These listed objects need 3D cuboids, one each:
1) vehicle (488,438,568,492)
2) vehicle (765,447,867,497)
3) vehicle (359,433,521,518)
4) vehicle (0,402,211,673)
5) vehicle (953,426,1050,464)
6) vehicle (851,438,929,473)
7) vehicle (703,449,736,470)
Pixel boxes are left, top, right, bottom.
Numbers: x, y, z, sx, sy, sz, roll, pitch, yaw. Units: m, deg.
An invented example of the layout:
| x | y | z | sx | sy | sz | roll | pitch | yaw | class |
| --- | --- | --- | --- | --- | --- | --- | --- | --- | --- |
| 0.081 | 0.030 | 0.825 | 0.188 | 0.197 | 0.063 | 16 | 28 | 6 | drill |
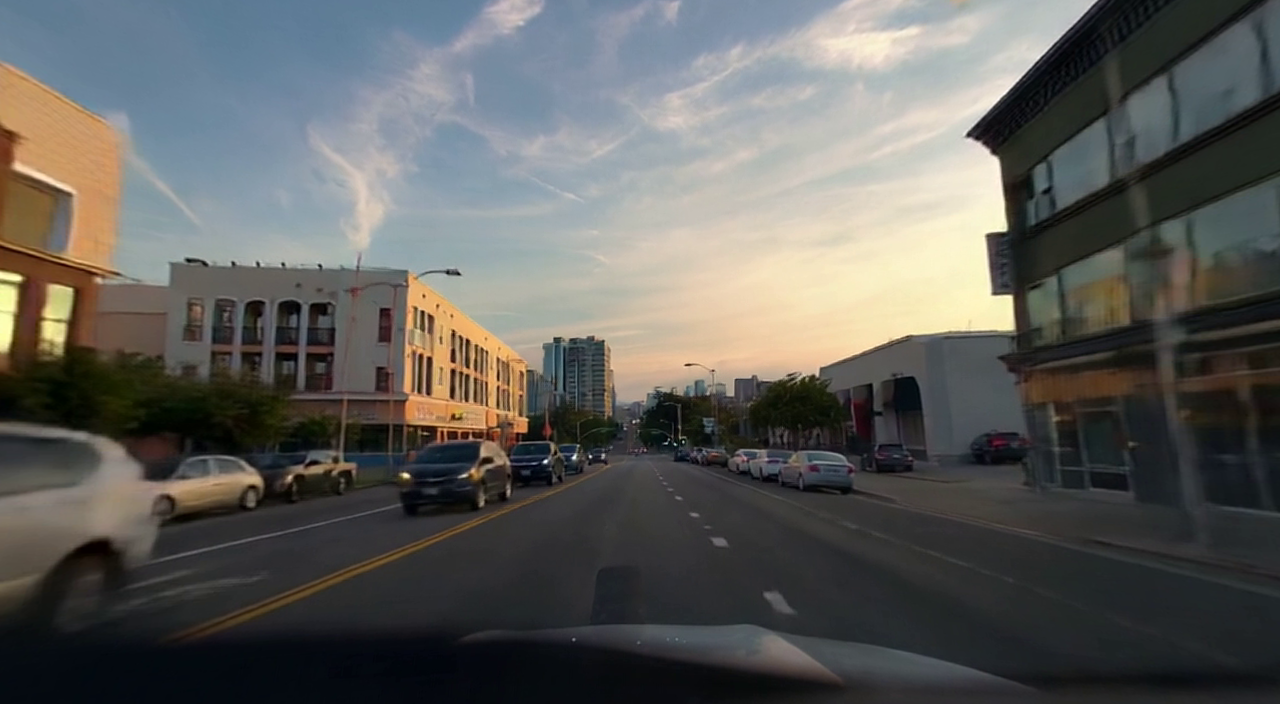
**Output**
| x | y | z | sx | sy | sz | roll | pitch | yaw | class |
| --- | --- | --- | --- | --- | --- | --- | --- | --- | --- |
| -3.784 | 3.897 | 22.206 | 1.914 | 1.682 | 4.263 | -1 | -8 | 2 | vehicle |
| 5.980 | 4.092 | 22.066 | 2.054 | 1.525 | 4.258 | 0 | -8 | -4 | vehicle |
| -4.333 | 2.749 | 14.614 | 2.145 | 1.653 | 4.421 | -1 | -8 | 2 | vehicle |
| -4.906 | 1.084 | 3.488 | 1.950 | 1.636 | 4.253 | -1 | -8 | 2 | vehicle |
| 17.256 | 4.487 | 30.435 | 1.908 | 1.680 | 4.434 | 0 | -8 | -2 | vehicle |
| 11.722 | 4.884 | 30.046 | 1.866 | 1.506 | 4.934 | 0 | -8 | 2 | vehicle |
| 6.032 | 8.229 | 48.469 | 1.837 | 1.482 | 4.706 | 0 | -8 | -1 | vehicle |
